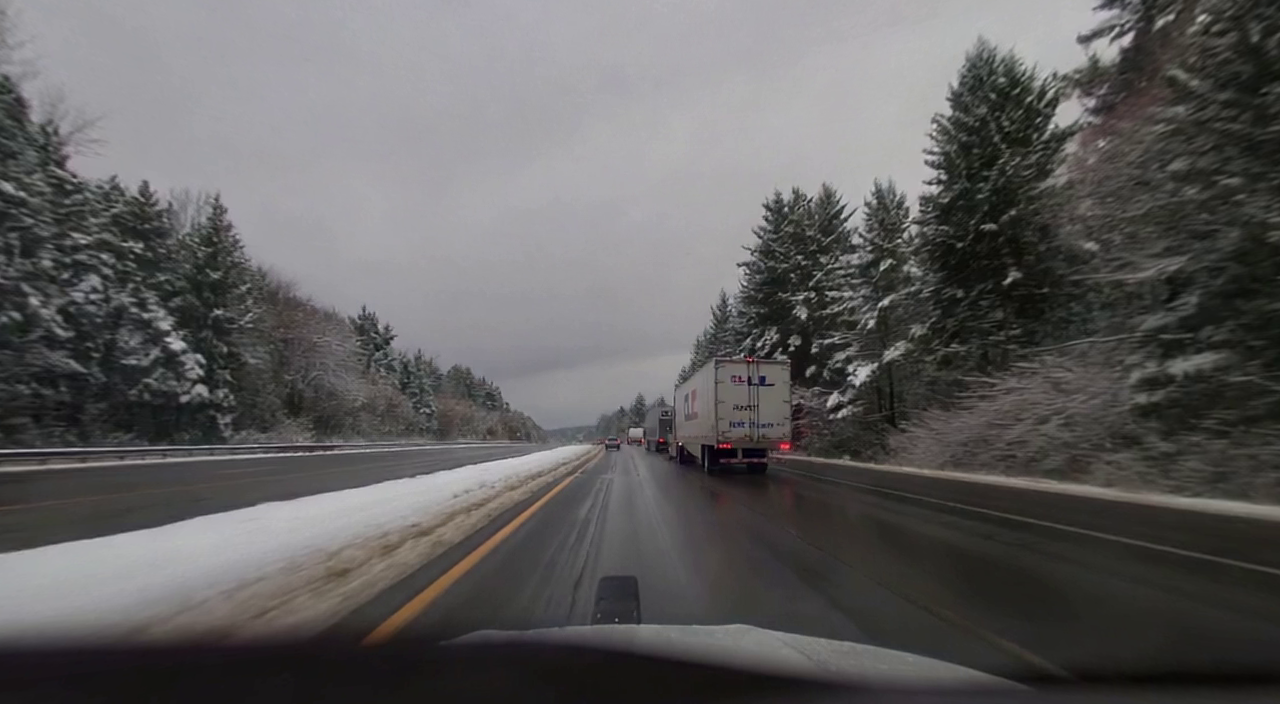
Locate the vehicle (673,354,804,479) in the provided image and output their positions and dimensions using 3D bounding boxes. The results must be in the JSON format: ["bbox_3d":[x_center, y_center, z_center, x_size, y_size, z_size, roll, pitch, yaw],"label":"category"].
[{"bbox_3d":[3.576,3.098,27.801,2.863,4.031,14.678,0,-8,-2],"label":"vehicle"}]
